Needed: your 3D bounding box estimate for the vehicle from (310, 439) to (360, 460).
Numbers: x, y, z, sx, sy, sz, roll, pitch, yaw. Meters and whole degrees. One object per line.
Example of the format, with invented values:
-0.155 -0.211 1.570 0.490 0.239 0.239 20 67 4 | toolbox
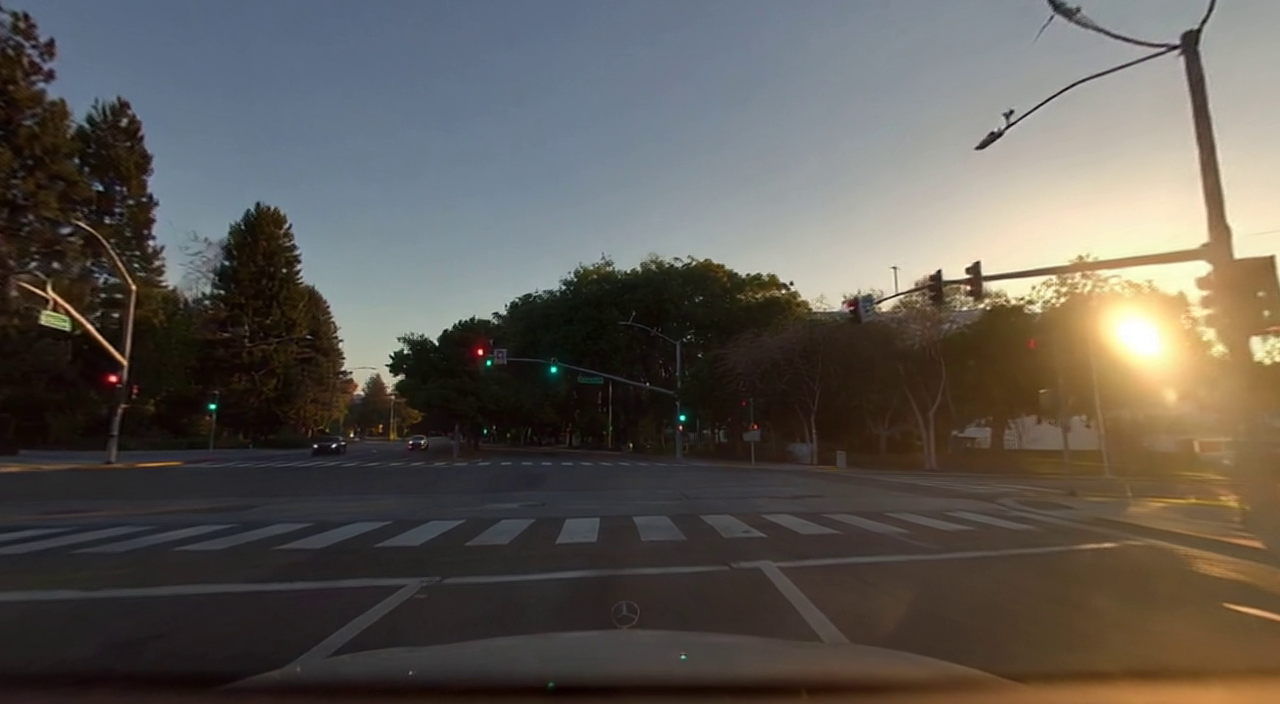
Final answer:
-21.348 6.853 44.433 1.918 1.432 4.433 1 -9 -9 | vehicle
